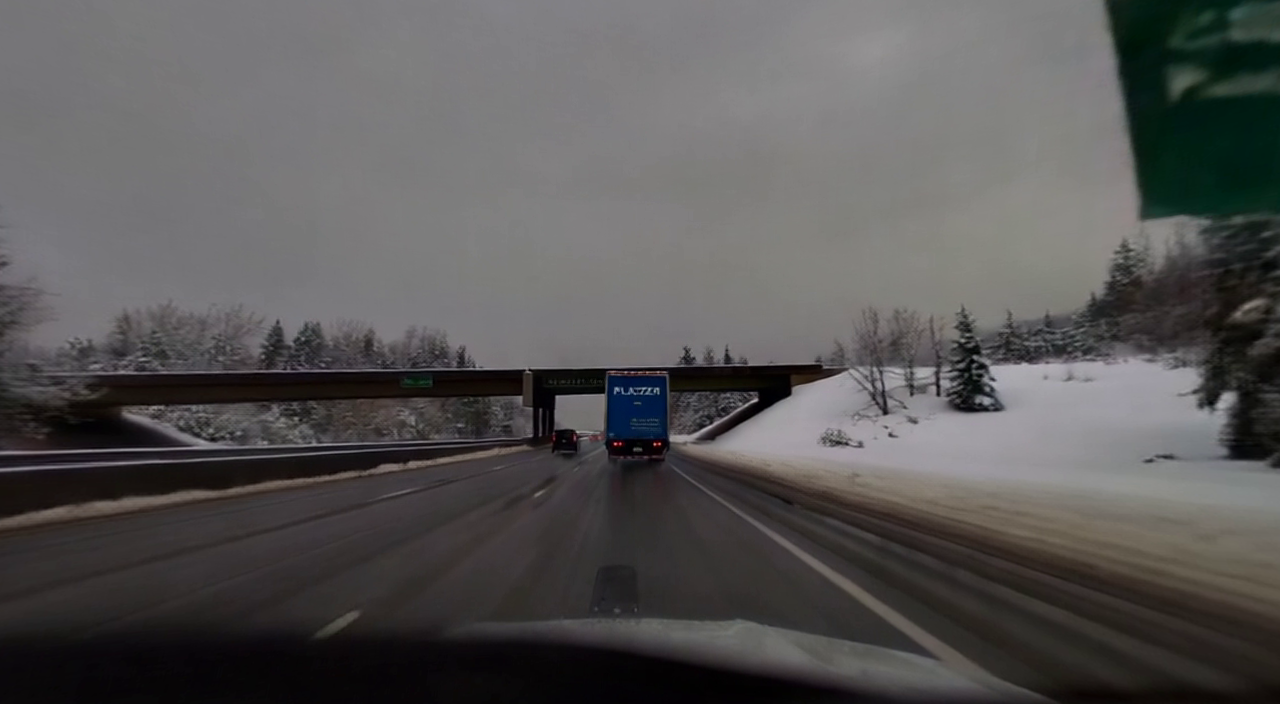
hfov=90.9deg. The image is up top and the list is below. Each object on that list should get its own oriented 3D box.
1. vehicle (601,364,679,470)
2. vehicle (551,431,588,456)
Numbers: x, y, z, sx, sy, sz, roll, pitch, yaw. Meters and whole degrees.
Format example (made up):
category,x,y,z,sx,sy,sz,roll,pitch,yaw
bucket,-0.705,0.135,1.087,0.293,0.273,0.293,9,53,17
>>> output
category,x,y,z,sx,sy,sz,roll,pitch,yaw
vehicle,-0.140,3.212,29.561,2.926,3.959,11.818,0,-8,-1
vehicle,-5.060,6.670,45.903,2.198,1.712,4.655,0,-8,-1
